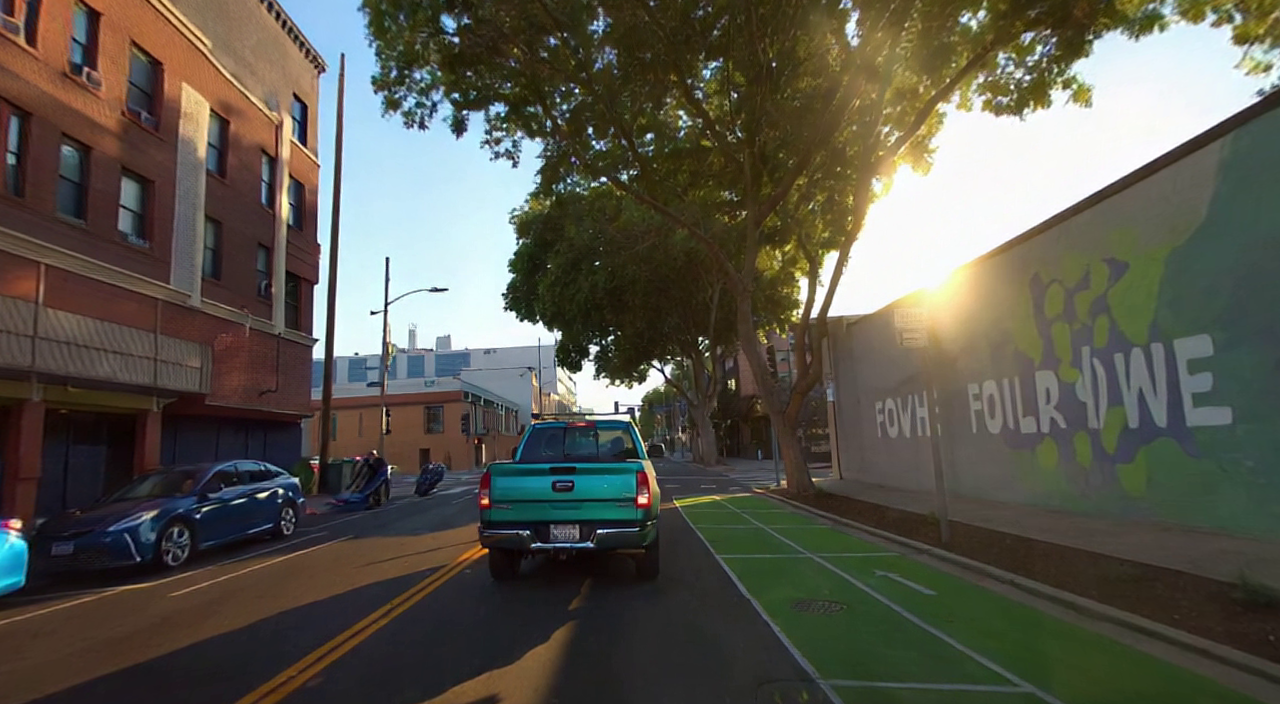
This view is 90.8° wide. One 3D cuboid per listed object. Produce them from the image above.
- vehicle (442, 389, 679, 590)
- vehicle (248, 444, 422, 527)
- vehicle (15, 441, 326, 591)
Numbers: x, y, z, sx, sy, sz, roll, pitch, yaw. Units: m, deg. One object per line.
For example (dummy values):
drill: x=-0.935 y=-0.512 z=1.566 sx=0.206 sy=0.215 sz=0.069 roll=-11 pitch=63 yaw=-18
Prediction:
vehicle: x=-0.715 y=1.633 z=8.321 sx=2.215 sy=1.882 sz=4.611 roll=0 pitch=-8 yaw=1
vehicle: x=-7.396 y=3.228 z=16.058 sx=1.884 sy=1.730 sz=5.076 roll=0 pitch=-8 yaw=0
vehicle: x=-7.168 y=2.423 z=10.385 sx=1.882 sy=1.686 sz=4.489 roll=-6 pitch=-8 yaw=-3
